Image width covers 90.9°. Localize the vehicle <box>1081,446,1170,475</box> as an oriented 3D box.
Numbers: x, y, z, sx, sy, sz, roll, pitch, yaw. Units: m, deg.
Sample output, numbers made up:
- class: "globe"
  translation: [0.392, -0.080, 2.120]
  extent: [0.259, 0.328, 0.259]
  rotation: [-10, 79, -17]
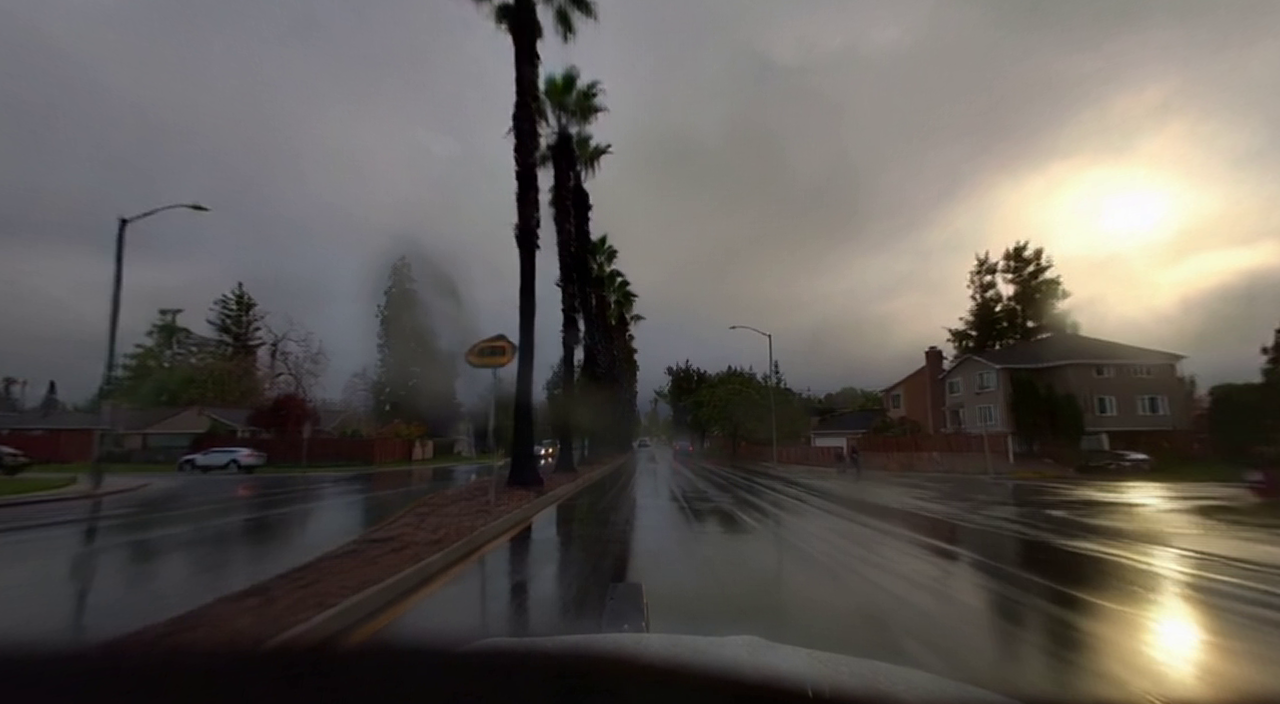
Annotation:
- class: "vehicle"
  translation: [28.148, 6.271, 36.754]
  extent: [1.900, 1.503, 4.553]
  rotation: [-1, -8, 6]
